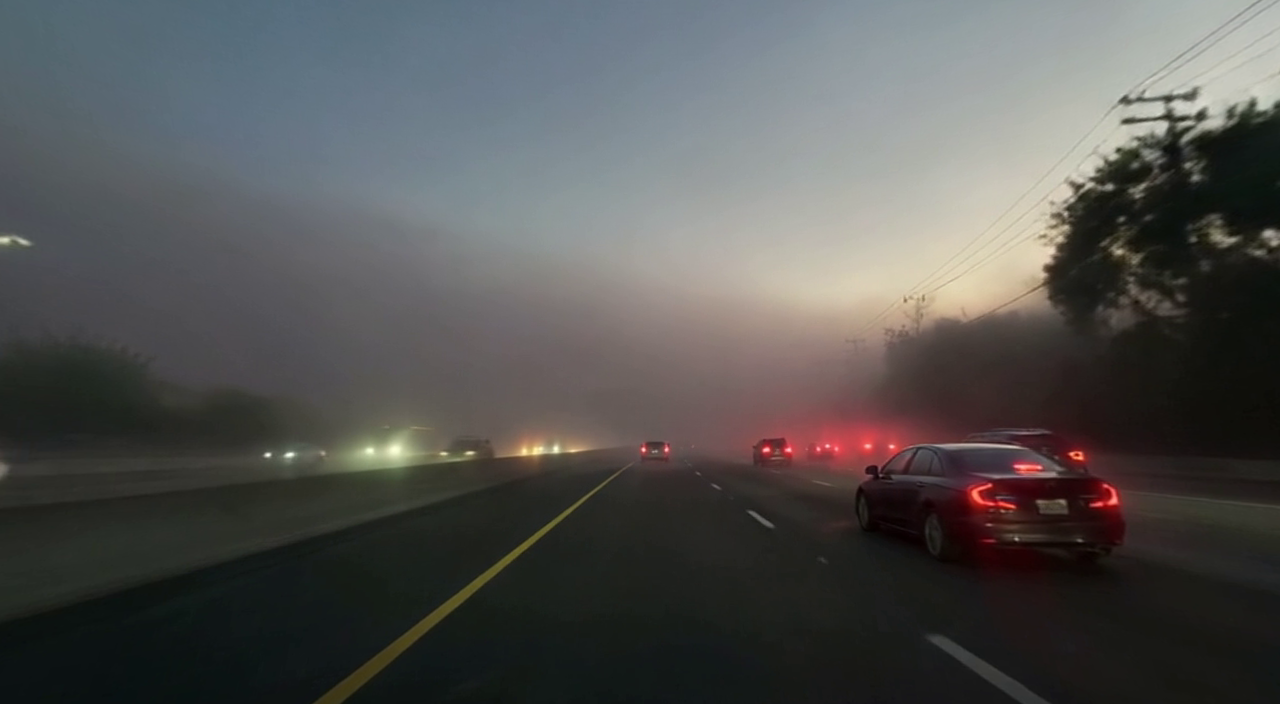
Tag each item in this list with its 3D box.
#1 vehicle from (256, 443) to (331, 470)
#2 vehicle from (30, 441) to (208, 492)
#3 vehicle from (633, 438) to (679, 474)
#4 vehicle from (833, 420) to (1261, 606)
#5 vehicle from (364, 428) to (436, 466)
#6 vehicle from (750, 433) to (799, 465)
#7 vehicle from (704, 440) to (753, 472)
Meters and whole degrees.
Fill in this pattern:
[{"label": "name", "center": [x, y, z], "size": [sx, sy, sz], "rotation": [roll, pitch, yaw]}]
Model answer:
[{"label": "vehicle", "center": [-20.507, 6.203, 37.556], "size": [1.856, 1.503, 4.367], "rotation": [0, -8, 2]}, {"label": "vehicle", "center": [-16.851, 3.692, 20.787], "size": [1.926, 1.466, 4.530], "rotation": [0, -8, 2]}, {"label": "vehicle", "center": [0.727, 4.933, 30.177], "size": [2.042, 1.581, 3.769], "rotation": [0, -8, 1]}, {"label": "vehicle", "center": [3.958, 1.622, 7.331], "size": [1.986, 1.478, 4.429], "rotation": [0, -8, 0]}, {"label": "vehicle", "center": [-16.338, 6.527, 43.355], "size": [2.354, 2.415, 5.937], "rotation": [0, -8, 3]}, {"label": "vehicle", "center": [8.240, 6.009, 39.084], "size": [2.041, 1.821, 4.562], "rotation": [0, -8, 0]}, {"label": "vehicle", "center": [4.362, 5.192, 31.727], "size": [1.936, 1.465, 4.060], "rotation": [0, -8, 1]}]
